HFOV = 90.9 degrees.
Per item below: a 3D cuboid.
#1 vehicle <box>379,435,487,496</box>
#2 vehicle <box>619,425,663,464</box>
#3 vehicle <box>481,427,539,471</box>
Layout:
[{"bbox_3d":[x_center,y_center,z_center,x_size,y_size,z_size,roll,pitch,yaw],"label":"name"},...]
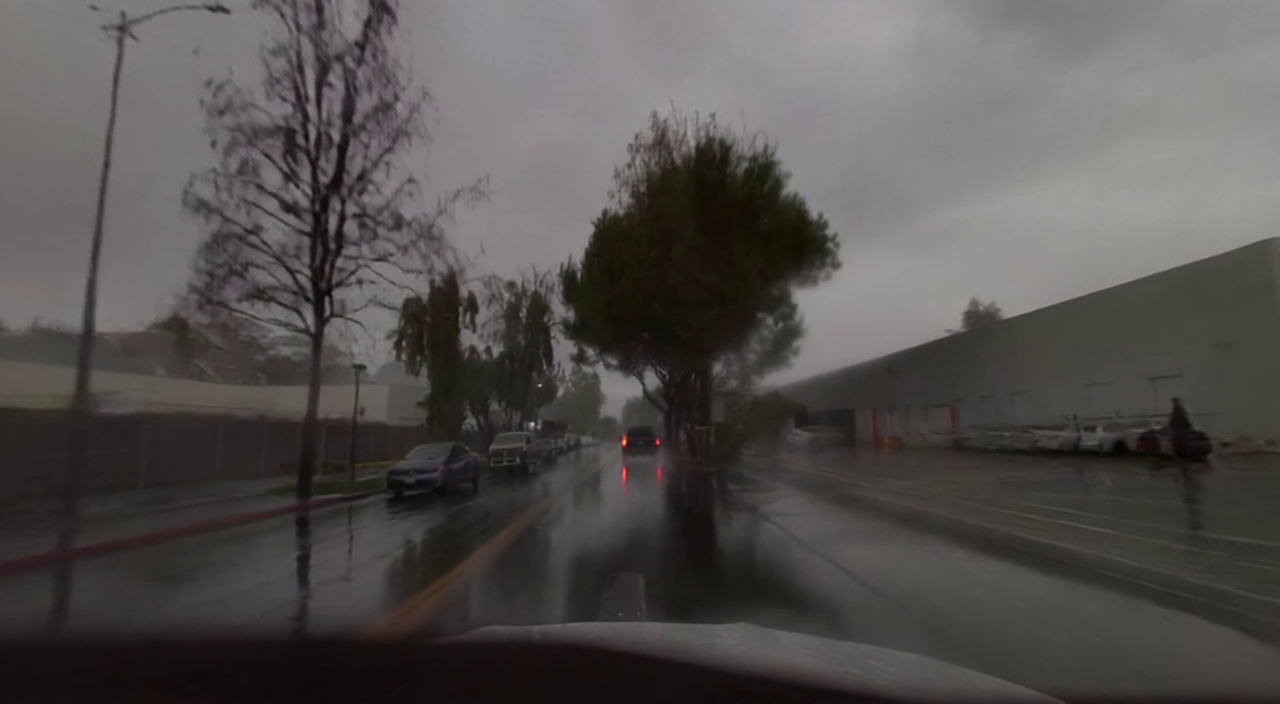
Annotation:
[{"bbox_3d":[-6.066,3.383,18.987,1.938,1.500,4.130,-3,-9,-2],"label":"vehicle"},{"bbox_3d":[0.028,4.824,33.023,2.152,1.874,4.042,0,-8,-1],"label":"vehicle"},{"bbox_3d":[-6.686,5.073,32.976,2.005,1.989,4.929,-3,-9,0],"label":"vehicle"}]
